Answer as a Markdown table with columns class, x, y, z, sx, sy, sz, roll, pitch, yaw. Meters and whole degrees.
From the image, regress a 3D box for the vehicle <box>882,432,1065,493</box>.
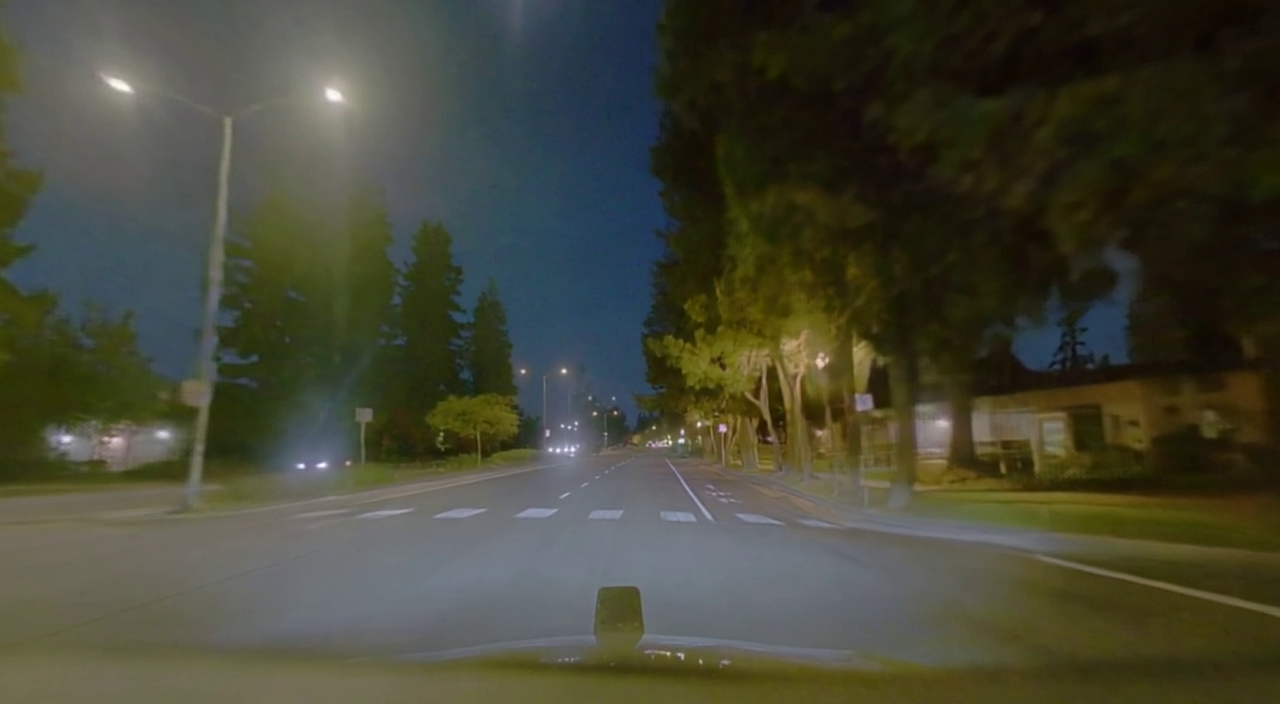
| class | x | y | z | sx | sy | sz | roll | pitch | yaw |
| --- | --- | --- | --- | --- | --- | --- | --- | --- | --- |
| vehicle | 10.284 | 3.411 | 19.877 | 2.199 | 1.661 | 4.495 | 5 | -10 | -30 |

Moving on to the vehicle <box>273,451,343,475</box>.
| class | x | y | z | sx | sy | sz | roll | pitch | yaw |
| --- | --- | --- | --- | --- | --- | --- | --- | --- | --- |
| vehicle | -21.915 | 7.326 | 41.947 | 1.989 | 1.477 | 4.760 | 0 | -8 | 2 |
